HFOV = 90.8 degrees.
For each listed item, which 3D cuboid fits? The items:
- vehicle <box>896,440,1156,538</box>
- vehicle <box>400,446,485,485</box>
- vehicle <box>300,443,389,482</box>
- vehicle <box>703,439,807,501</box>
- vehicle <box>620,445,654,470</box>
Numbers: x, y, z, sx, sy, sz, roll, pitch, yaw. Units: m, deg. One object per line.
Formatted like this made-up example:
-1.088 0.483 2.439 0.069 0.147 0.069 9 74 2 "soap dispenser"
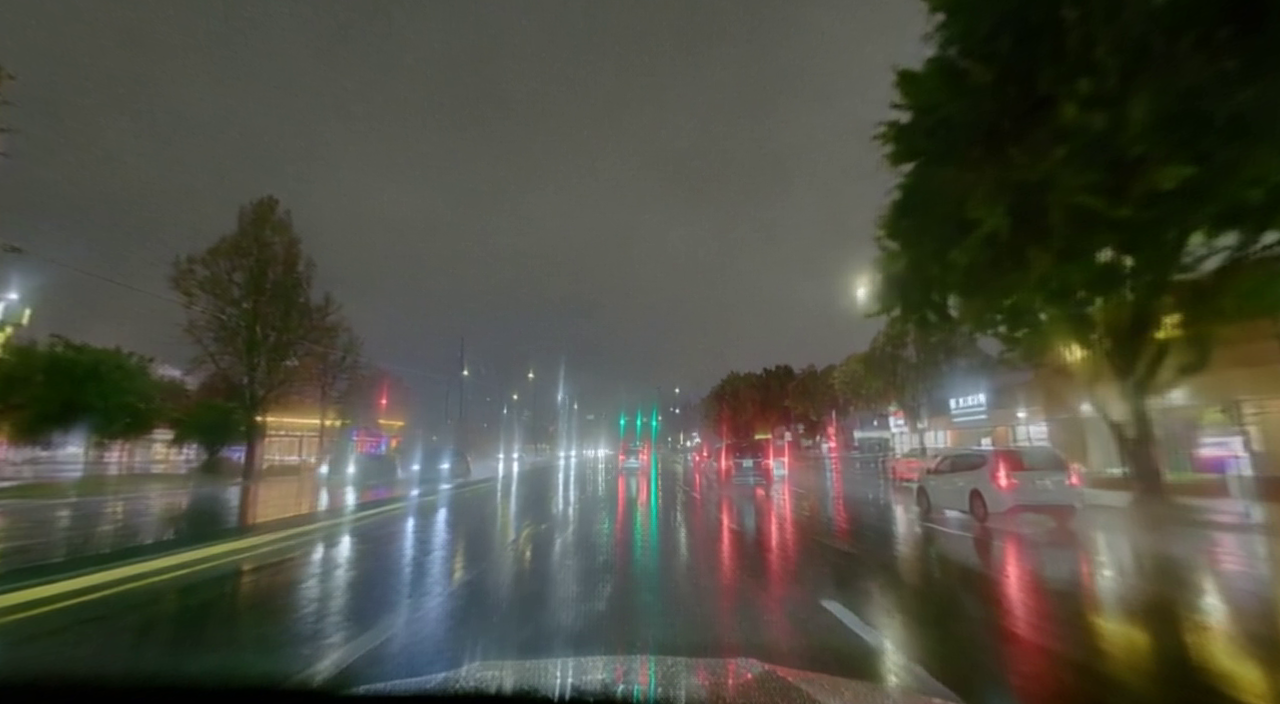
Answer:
6.735 2.396 11.814 1.952 1.449 4.544 0 -8 -1 "vehicle"
-8.307 4.777 27.048 2.050 1.499 4.816 0 -8 1 "vehicle"
-15.421 5.762 33.350 2.060 1.831 5.414 0 -8 0 "vehicle"
3.134 3.314 18.282 2.072 1.545 4.578 0 -8 -1 "vehicle"
-0.158 6.771 40.698 2.052 1.461 4.324 0 -8 0 "vehicle"
